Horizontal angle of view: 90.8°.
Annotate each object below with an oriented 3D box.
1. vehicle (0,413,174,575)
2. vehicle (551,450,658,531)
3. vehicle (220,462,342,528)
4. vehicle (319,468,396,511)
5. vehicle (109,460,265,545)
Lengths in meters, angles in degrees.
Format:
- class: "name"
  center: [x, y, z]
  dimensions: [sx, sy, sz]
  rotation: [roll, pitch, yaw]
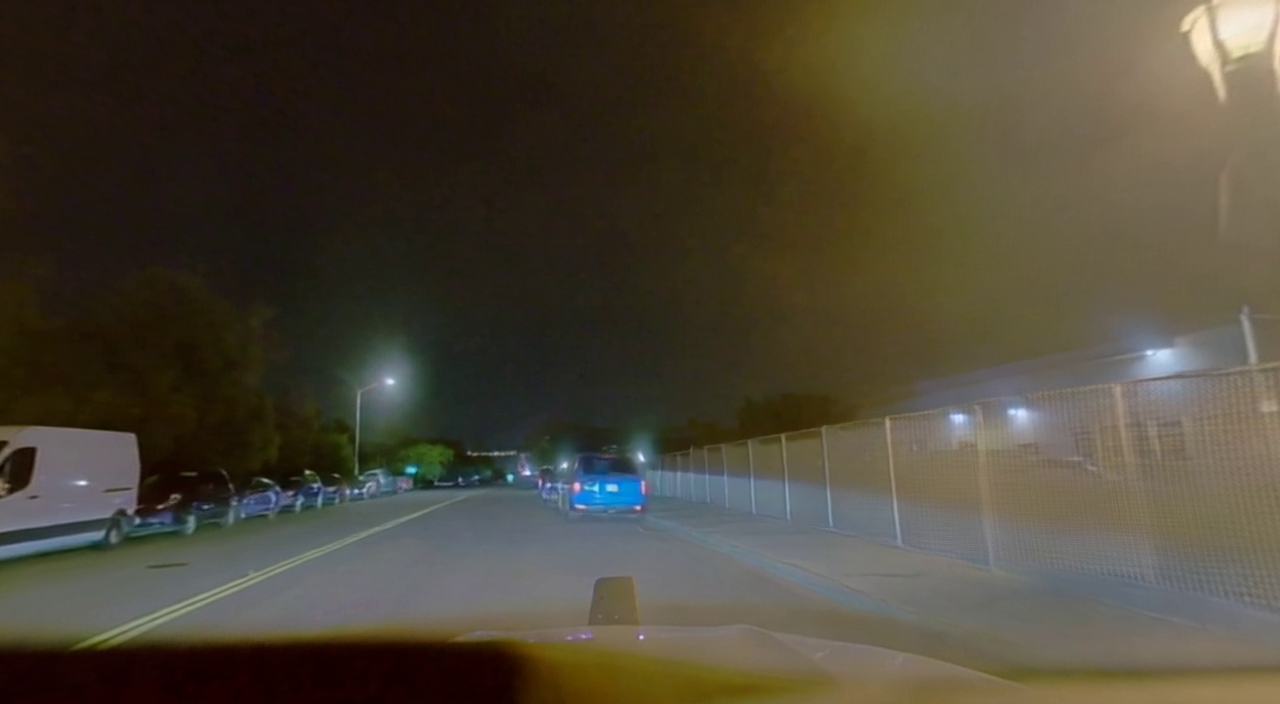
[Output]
- class: "vehicle"
  center: [-10.955, 2.546, 11.251]
  dimensions: [2.435, 2.308, 4.937]
  rotation: [-2, -10, -13]
- class: "vehicle"
  center: [-1.300, 4.057, 19.407]
  dimensions: [2.327, 2.021, 5.850]
  rotation: [2, -9, -12]
- class: "vehicle"
  center: [-13.224, 5.227, 23.811]
  dimensions: [2.304, 1.937, 5.720]
  rotation: [1, -9, -12]
- class: "vehicle"
  center: [-15.322, 7.436, 34.677]
  dimensions: [2.504, 1.919, 5.658]
  rotation: [2, -9, -10]
- class: "vehicle"
  center: [-12.071, 3.952, 17.218]
  dimensions: [1.857, 1.908, 4.081]
  rotation: [2, -9, -12]
